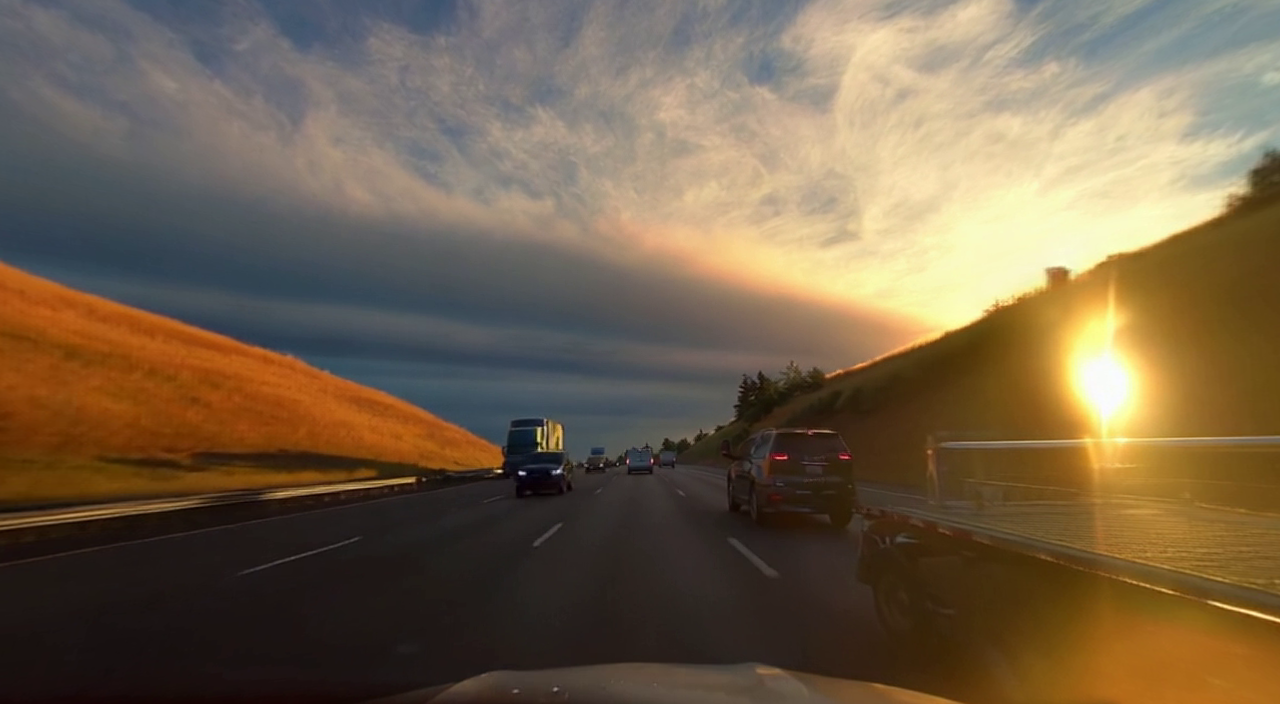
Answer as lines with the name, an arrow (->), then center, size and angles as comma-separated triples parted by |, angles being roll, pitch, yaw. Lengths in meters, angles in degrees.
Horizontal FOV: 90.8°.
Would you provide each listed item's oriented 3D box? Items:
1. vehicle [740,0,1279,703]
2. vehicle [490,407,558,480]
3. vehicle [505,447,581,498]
vehicle -> 3.323, 0.094, 4.743 | 2.845, 4.071, 14.008 | 0, -9, 0
vehicle -> -6.829, 5.519, 37.994 | 2.910, 3.989, 5.837 | 0, -9, 0
vehicle -> -3.186, 4.047, 21.490 | 1.949, 1.555, 3.888 | 0, -9, 1
